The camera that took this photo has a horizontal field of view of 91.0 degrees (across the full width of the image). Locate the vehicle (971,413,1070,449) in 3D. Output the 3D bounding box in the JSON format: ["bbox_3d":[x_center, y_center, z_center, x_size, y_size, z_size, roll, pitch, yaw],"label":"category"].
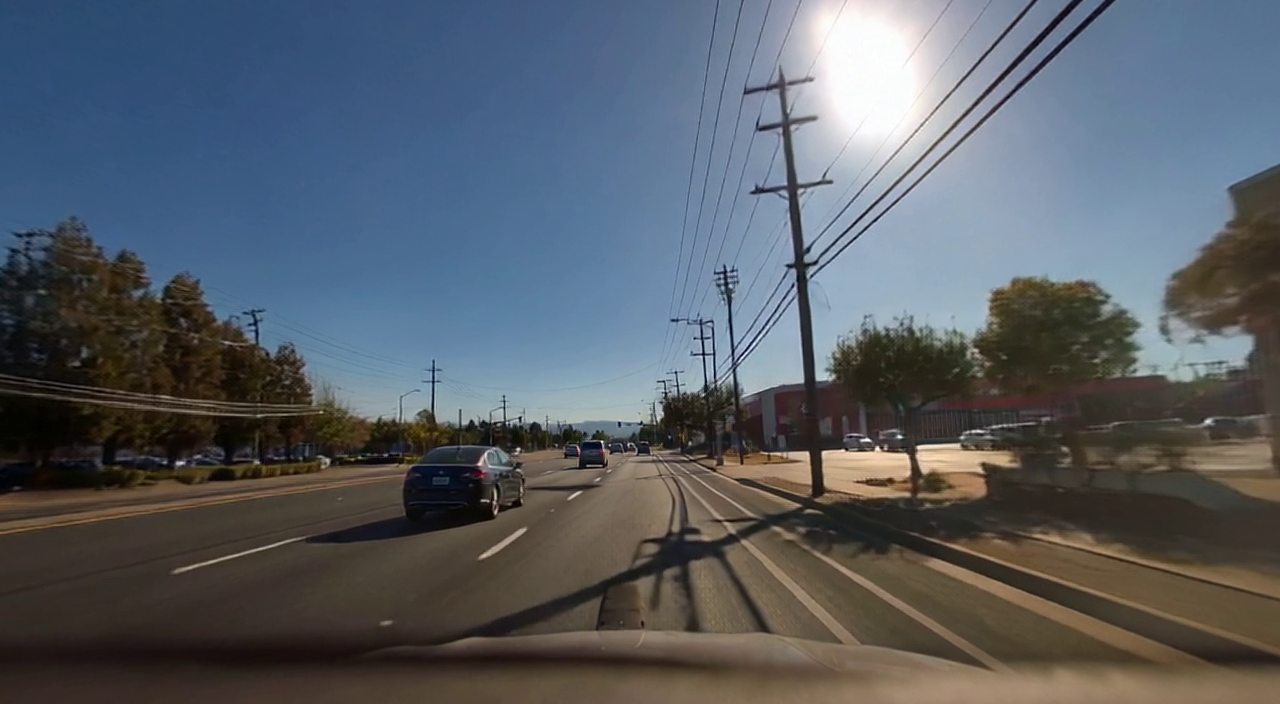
[{"bbox_3d":[22.783,4.825,38.058,2.266,1.951,5.849,1,-8,-1],"label":"vehicle"}]

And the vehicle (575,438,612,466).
[{"bbox_3d":[-3.116,6.777,42.776,2.087,1.736,4.311,0,-9,1],"label":"vehicle"}]

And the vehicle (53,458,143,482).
[{"bbox_3d":[-40.251,8.763,46.868,4.560,1.649,2.040,1,-9,-6],"label":"vehicle"}]

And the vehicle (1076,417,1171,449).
[{"bbox_3d":[28.854,4.898,37.755,1.985,1.739,4.397,1,-8,-4],"label":"vehicle"}]

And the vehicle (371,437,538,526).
[{"bbox_3d":[-3.494,2.513,12.866,1.942,1.469,4.426,0,-9,2],"label":"vehicle"}]

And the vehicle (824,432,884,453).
[{"bbox_3d":[16.770,7.120,49.317,4.497,1.548,1.997,6,-10,-31],"label":"vehicle"}]

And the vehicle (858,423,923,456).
[{"bbox_3d":[16.987,5.907,42.634,4.319,1.812,2.020,2,-10,-39],"label":"vehicle"}]
